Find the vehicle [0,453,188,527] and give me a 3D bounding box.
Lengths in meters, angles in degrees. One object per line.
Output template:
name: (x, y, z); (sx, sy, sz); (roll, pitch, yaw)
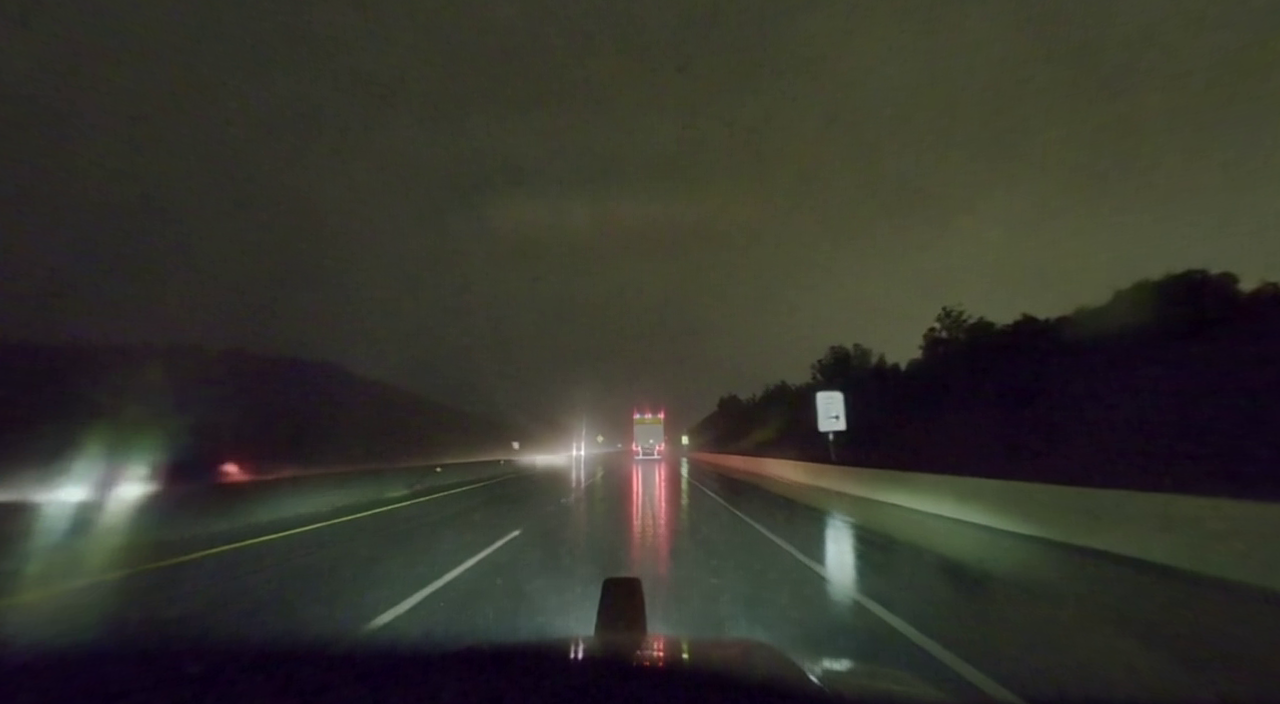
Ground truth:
vehicle: (-13.082, 3.124, 14.815); (1.833, 1.431, 4.206); (0, -9, 0)
